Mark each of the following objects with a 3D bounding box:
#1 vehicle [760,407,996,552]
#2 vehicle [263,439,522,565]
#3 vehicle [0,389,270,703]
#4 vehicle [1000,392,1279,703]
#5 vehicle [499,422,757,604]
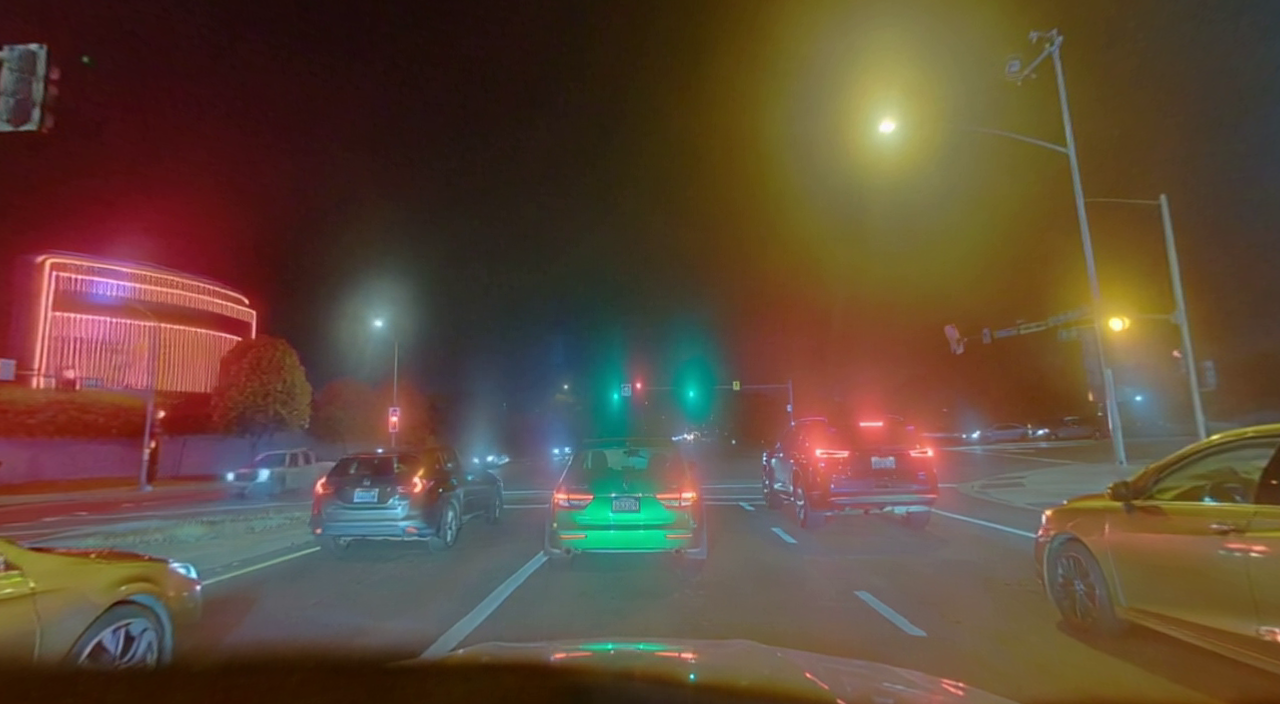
[{"bbox_3d":[3.310,1.867,9.842,1.992,1.744,4.183,0,-8,0],"label":"vehicle"},{"bbox_3d":[-3.292,2.073,9.554,1.995,1.436,4.373,-1,-8,3],"label":"vehicle"},{"bbox_3d":[-3.473,0.844,1.849,2.016,1.547,4.414,0,-8,1],"label":"vehicle"},{"bbox_3d":[3.938,0.974,3.115,1.800,1.519,4.198,0,-8,0],"label":"vehicle"},{"bbox_3d":[-0.123,1.652,7.390,2.140,1.499,4.119,0,-8,-1],"label":"vehicle"}]
